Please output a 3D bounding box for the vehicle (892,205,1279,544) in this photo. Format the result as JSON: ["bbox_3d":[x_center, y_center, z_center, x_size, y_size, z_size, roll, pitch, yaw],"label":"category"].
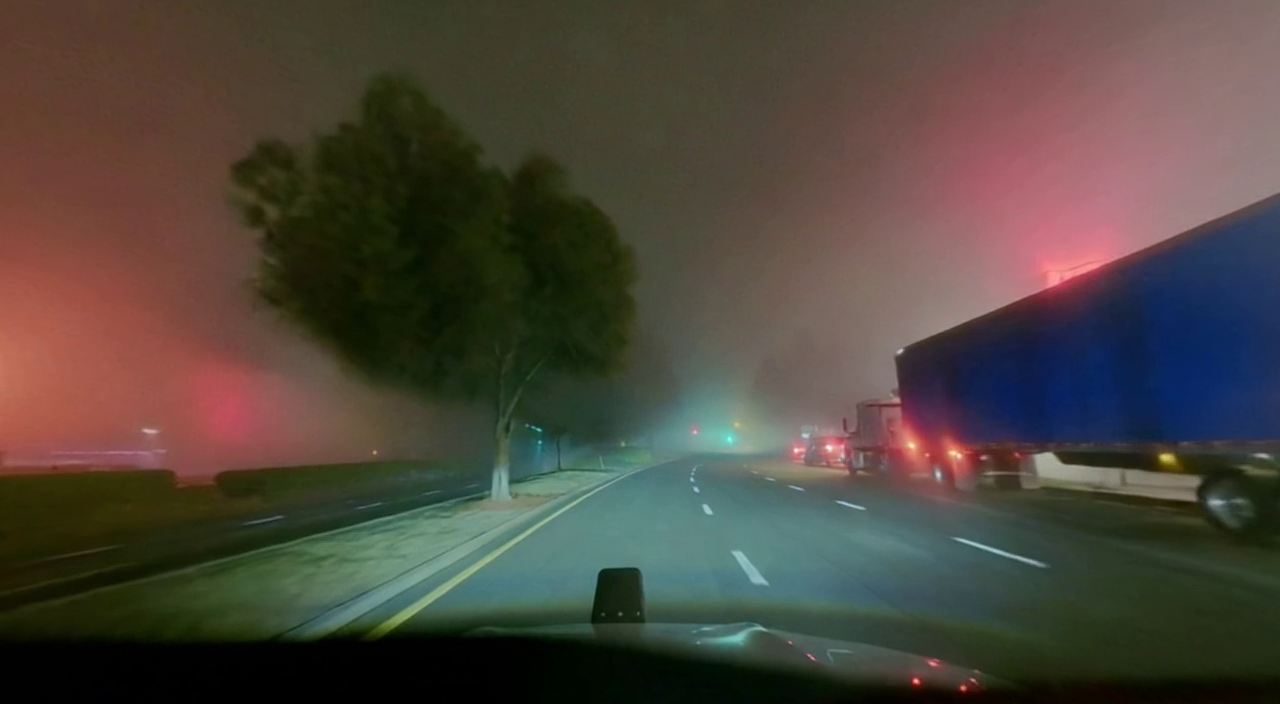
[{"bbox_3d":[10.163,1.109,13.702,2.907,4.439,17.681,0,-8,3],"label":"vehicle"}]

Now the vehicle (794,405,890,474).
[{"bbox_3d":[11.700,5.292,37.950,2.946,3.506,10.682,-1,-8,4],"label":"vehicle"}]
